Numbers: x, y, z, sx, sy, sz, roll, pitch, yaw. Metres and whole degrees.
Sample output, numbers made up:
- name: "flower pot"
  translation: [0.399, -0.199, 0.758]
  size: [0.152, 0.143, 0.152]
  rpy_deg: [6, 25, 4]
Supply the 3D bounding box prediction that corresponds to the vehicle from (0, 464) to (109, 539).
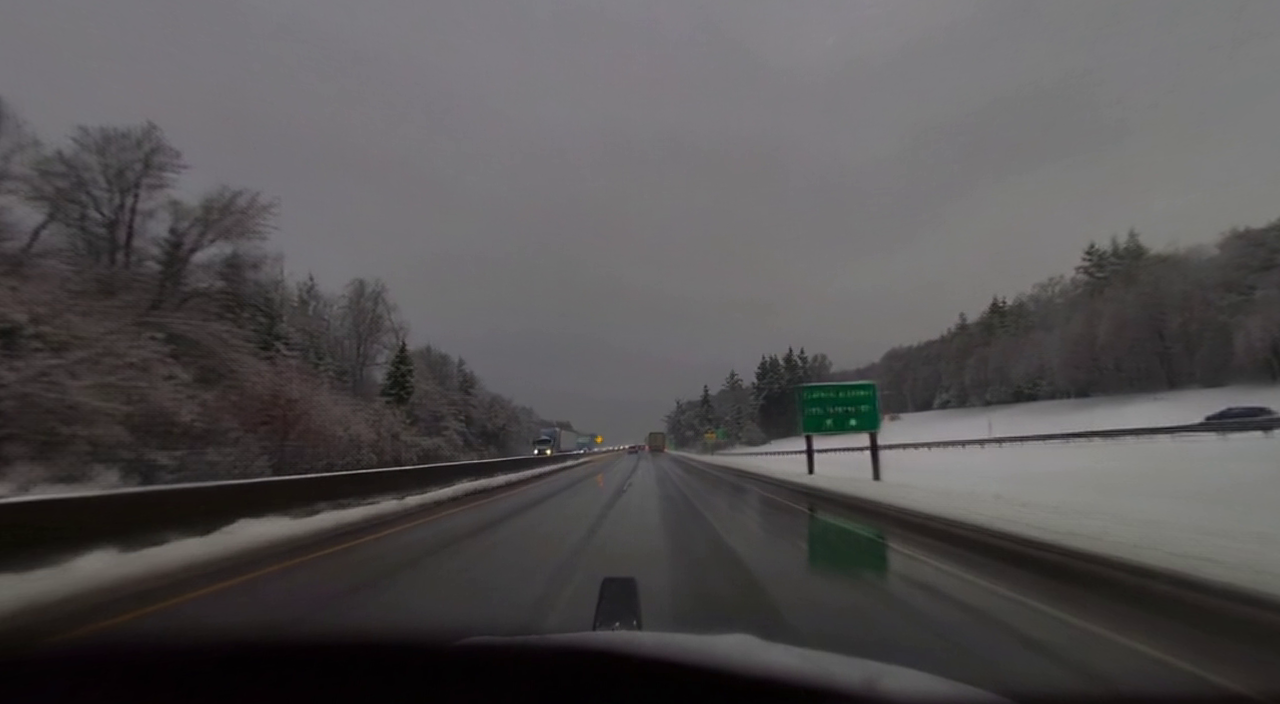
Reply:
- name: "vehicle"
  translation: [-14.677, 3.363, 14.142]
  size: [1.808, 1.507, 3.965]
  rpy_deg: [-1, -9, 1]
